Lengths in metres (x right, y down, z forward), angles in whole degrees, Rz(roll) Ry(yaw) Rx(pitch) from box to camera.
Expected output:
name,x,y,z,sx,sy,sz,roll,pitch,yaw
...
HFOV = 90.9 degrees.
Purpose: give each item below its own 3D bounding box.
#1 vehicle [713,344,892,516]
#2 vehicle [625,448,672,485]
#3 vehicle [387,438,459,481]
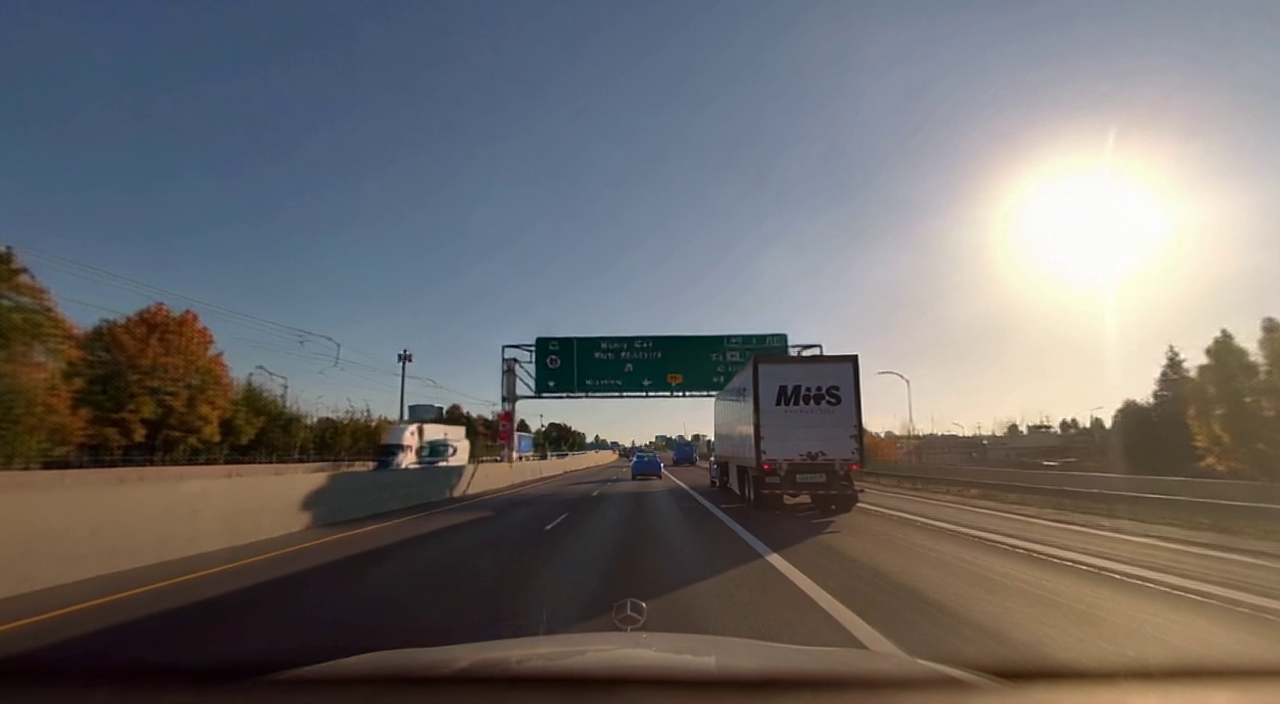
name,x,y,z,sx,sy,sz,roll,pitch,yaw
vehicle,4.691,2.926,22.184,3.002,4.104,14.174,0,-9,2
vehicle,0.433,5.518,30.661,2.121,1.642,3.828,0,-9,1
vehicle,-13.384,6.673,39.400,2.348,2.494,5.681,0,-9,1
